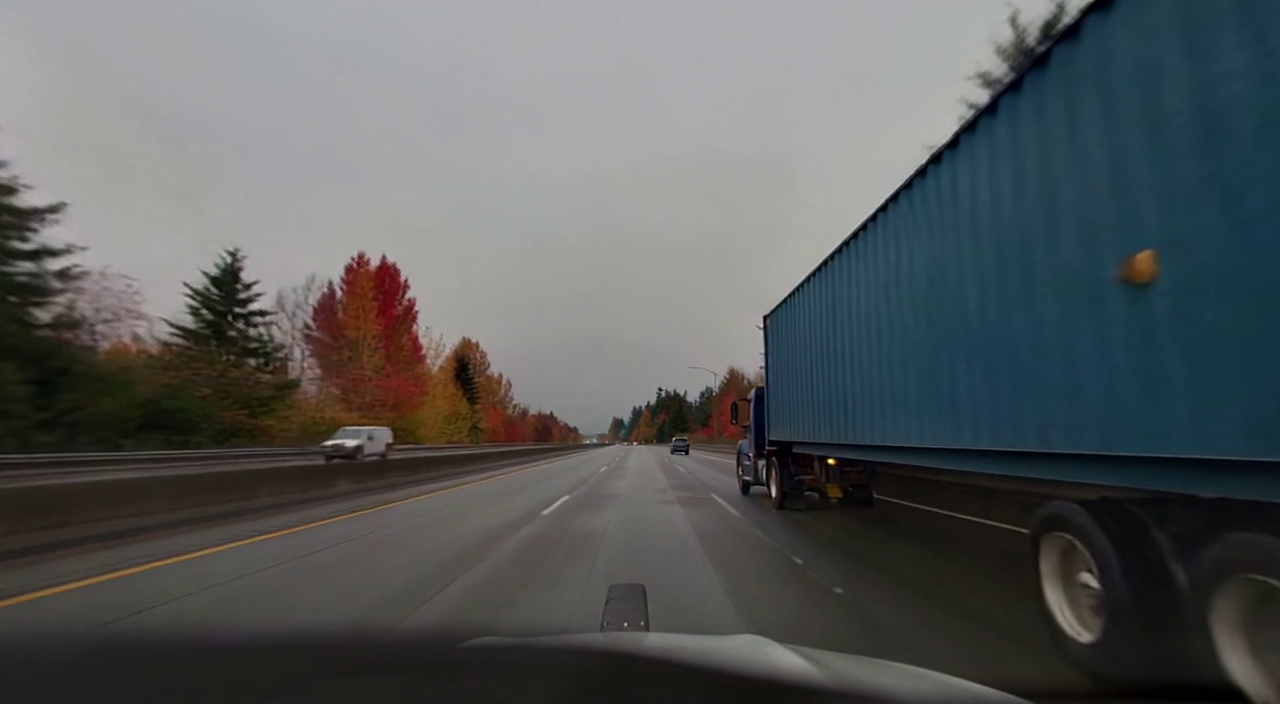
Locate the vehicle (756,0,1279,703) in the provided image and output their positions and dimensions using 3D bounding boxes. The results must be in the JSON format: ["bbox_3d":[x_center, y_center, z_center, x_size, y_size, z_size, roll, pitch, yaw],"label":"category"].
[{"bbox_3d":[4.031,0.304,7.527,2.903,4.003,13.046,0,-8,1],"label":"vehicle"}]

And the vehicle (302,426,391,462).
[{"bbox_3d":[-15.086,4.775,32.665,2.109,1.742,4.977,0,-8,1],"label":"vehicle"}]
